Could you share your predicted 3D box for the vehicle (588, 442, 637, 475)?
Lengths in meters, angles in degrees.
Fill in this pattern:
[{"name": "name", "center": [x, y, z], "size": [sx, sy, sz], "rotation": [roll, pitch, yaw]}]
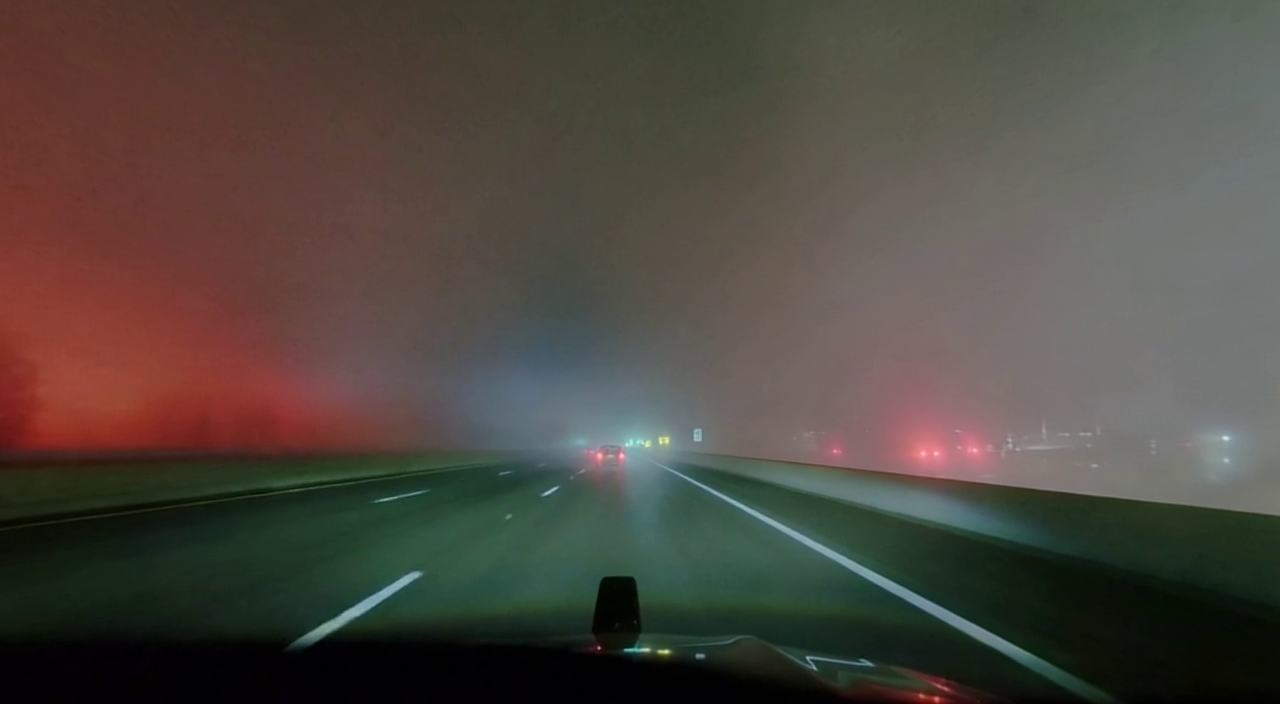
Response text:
[{"name": "vehicle", "center": [-1.284, 5.242, 31.025], "size": [2.055, 1.509, 4.255], "rotation": [-1, -9, 2]}]
